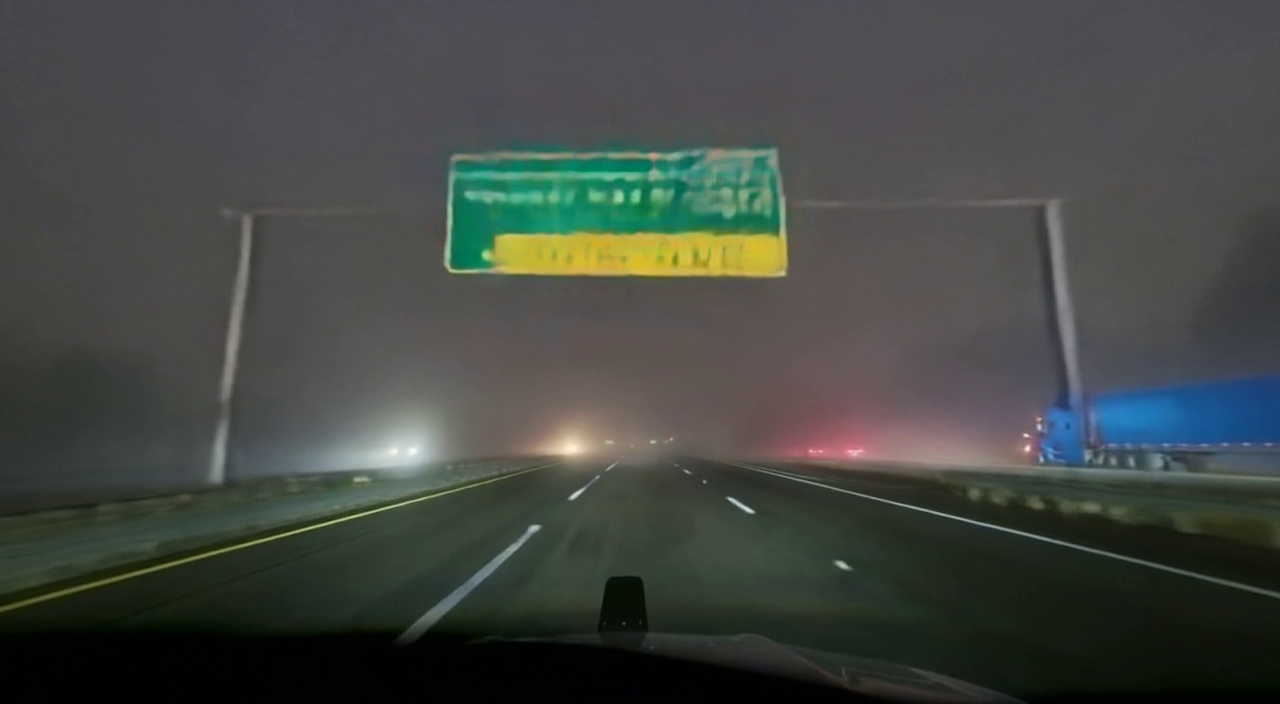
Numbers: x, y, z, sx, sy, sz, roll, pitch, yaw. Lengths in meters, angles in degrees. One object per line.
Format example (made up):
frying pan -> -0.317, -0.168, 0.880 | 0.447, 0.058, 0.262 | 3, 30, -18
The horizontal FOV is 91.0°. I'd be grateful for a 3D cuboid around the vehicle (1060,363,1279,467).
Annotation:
vehicle -> 25.853, 2.669, 25.992 | 2.836, 4.027, 14.280 | 4, -9, -27
